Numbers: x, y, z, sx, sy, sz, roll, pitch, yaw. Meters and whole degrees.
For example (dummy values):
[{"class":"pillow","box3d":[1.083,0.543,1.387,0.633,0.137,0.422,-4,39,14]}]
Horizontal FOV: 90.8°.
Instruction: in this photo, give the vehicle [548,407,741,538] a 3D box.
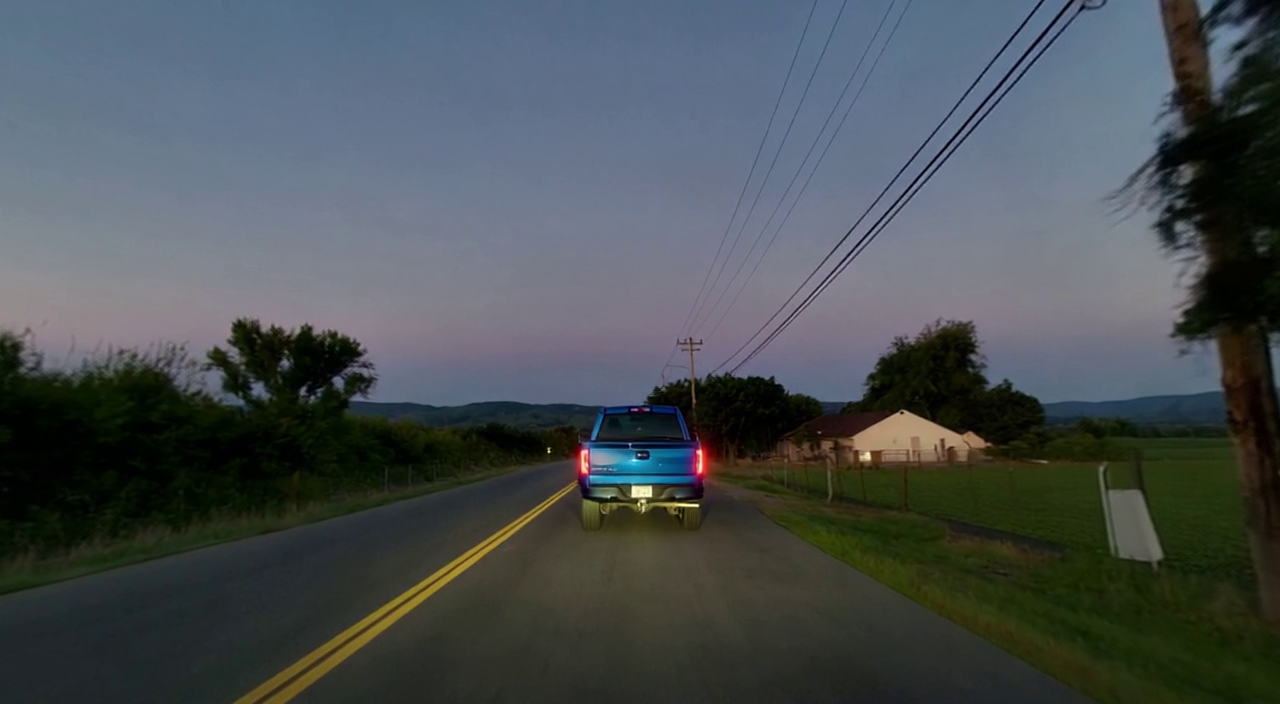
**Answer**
[{"class":"vehicle","box3d":[0.018,2.178,12.128,2.774,1.861,5.885,0,-8,-1]}]
